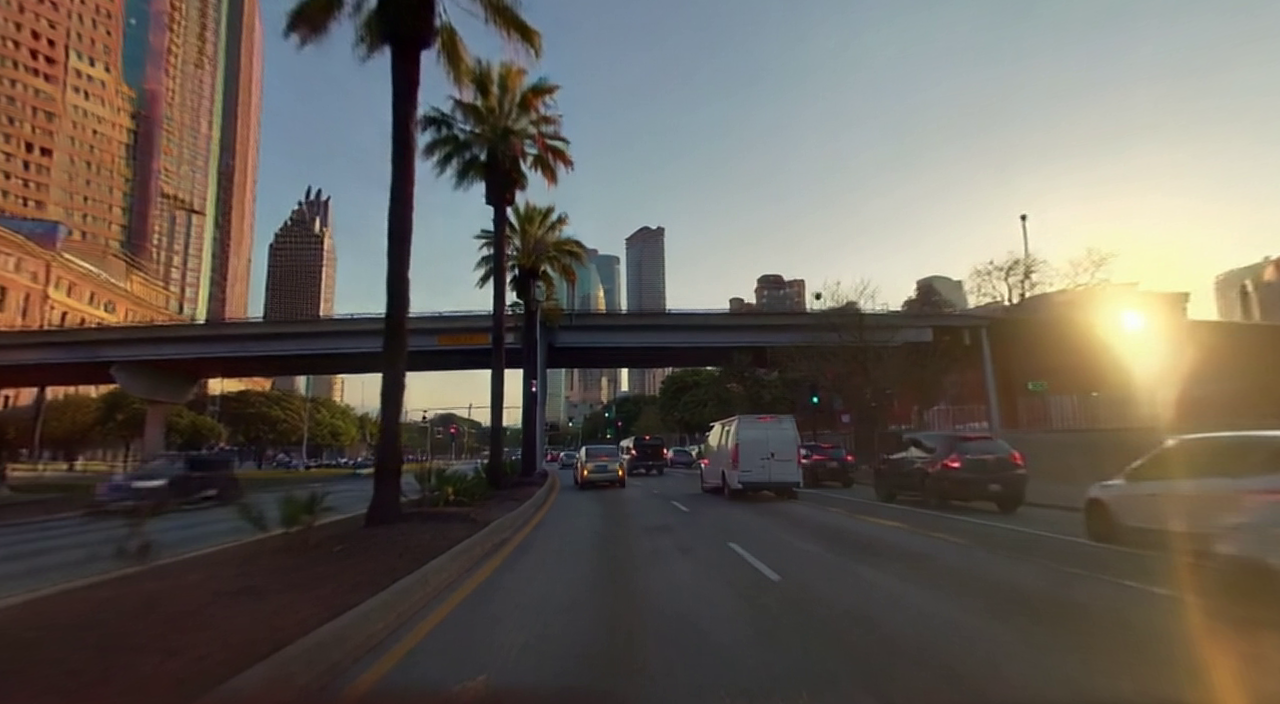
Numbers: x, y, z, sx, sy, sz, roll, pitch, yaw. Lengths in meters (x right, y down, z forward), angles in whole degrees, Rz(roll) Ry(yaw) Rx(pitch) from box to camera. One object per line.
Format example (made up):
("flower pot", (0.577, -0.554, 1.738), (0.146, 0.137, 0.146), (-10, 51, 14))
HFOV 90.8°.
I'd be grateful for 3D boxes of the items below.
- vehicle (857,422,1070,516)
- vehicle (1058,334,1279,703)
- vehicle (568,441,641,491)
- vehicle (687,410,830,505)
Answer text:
("vehicle", (6.977, 2.572, 14.415), (2.164, 1.745, 4.677), (0, -9, -3))
("vehicle", (3.606, 0.633, 1.545), (2.151, 1.695, 4.258), (-1, -9, -1))
("vehicle", (-1.461, 4.184, 23.610), (2.332, 1.625, 4.933), (1, -9, -8))
("vehicle", (2.965, 2.844, 17.348), (2.434, 2.171, 5.098), (0, -9, -6))
